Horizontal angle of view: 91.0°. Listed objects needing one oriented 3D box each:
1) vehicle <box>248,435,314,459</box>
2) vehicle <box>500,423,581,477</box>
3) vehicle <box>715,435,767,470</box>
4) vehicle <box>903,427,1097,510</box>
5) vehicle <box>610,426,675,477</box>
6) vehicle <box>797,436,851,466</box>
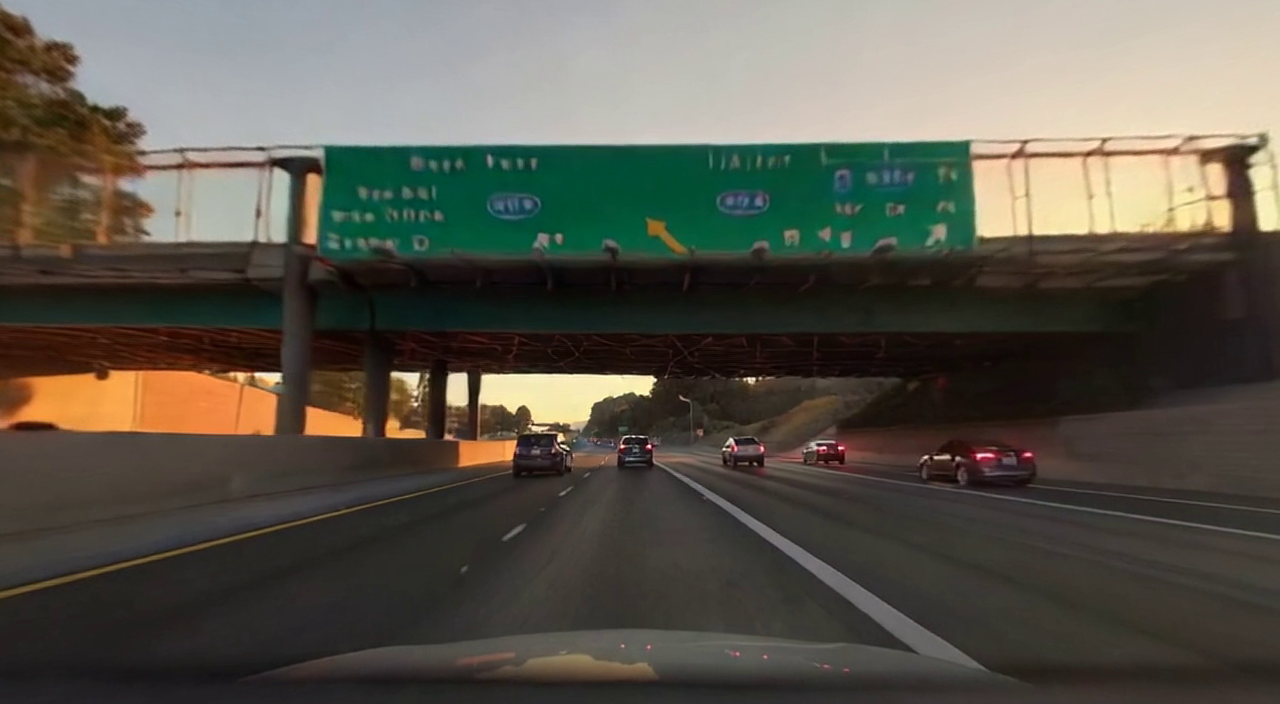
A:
[{"bbox_3d":[-25.531,6.812,44.937,1.943,1.603,4.592,0,-9,1],"label":"vehicle"},{"bbox_3d":[-3.558,3.644,23.534,2.199,1.777,4.790,0,-9,1],"label":"vehicle"},{"bbox_3d":[5.189,5.254,32.913,2.022,1.682,4.226,0,-9,1],"label":"vehicle"},{"bbox_3d":[7.724,2.527,14.074,1.989,1.569,3.964,0,-9,0],"label":"vehicle"},{"bbox_3d":[0.091,3.671,23.344,2.181,1.728,3.970,0,-9,0],"label":"vehicle"},{"bbox_3d":[11.491,6.235,39.596,2.010,1.765,4.375,0,-9,-1],"label":"vehicle"}]
